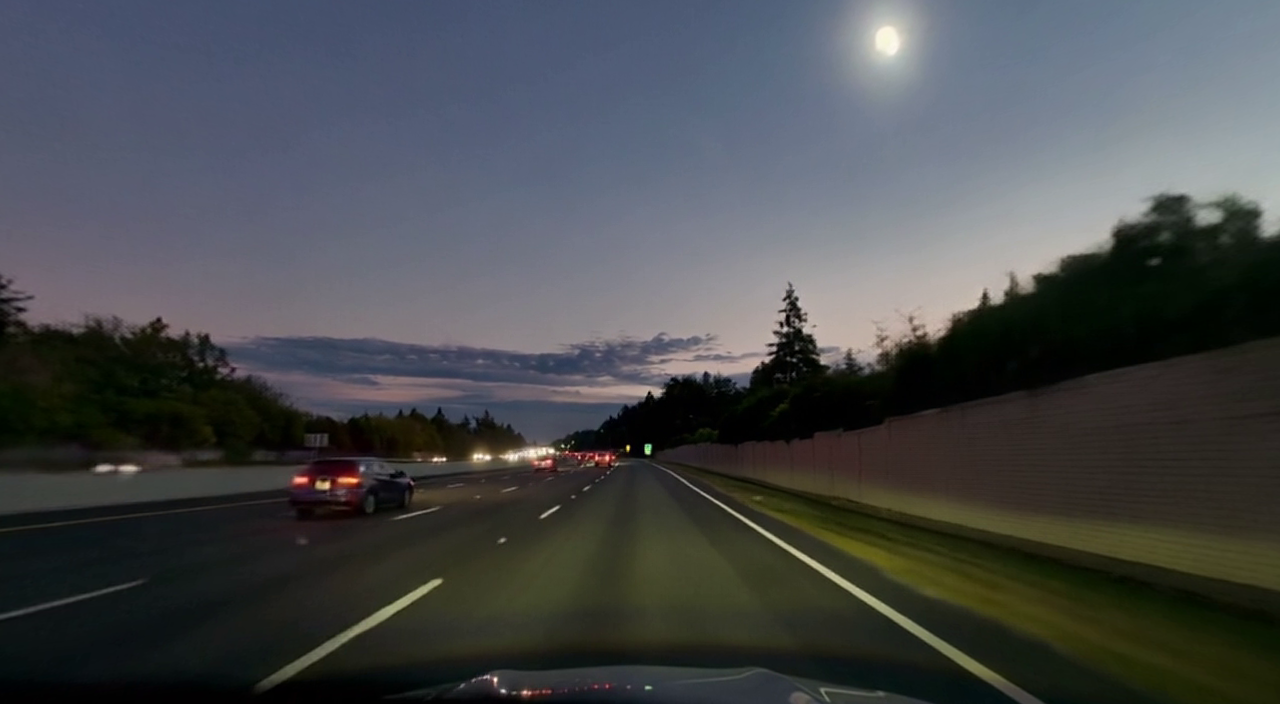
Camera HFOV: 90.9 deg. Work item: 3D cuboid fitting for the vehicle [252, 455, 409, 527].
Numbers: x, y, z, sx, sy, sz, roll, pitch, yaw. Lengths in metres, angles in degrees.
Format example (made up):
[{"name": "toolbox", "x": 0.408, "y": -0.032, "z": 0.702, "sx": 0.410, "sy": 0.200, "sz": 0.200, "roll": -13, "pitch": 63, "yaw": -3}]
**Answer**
[{"name": "vehicle", "x": -7.102, "y": 3.191, "z": 14.948, "sx": 1.782, "sy": 1.441, "sz": 3.751, "roll": 0, "pitch": -9, "yaw": 1}]
